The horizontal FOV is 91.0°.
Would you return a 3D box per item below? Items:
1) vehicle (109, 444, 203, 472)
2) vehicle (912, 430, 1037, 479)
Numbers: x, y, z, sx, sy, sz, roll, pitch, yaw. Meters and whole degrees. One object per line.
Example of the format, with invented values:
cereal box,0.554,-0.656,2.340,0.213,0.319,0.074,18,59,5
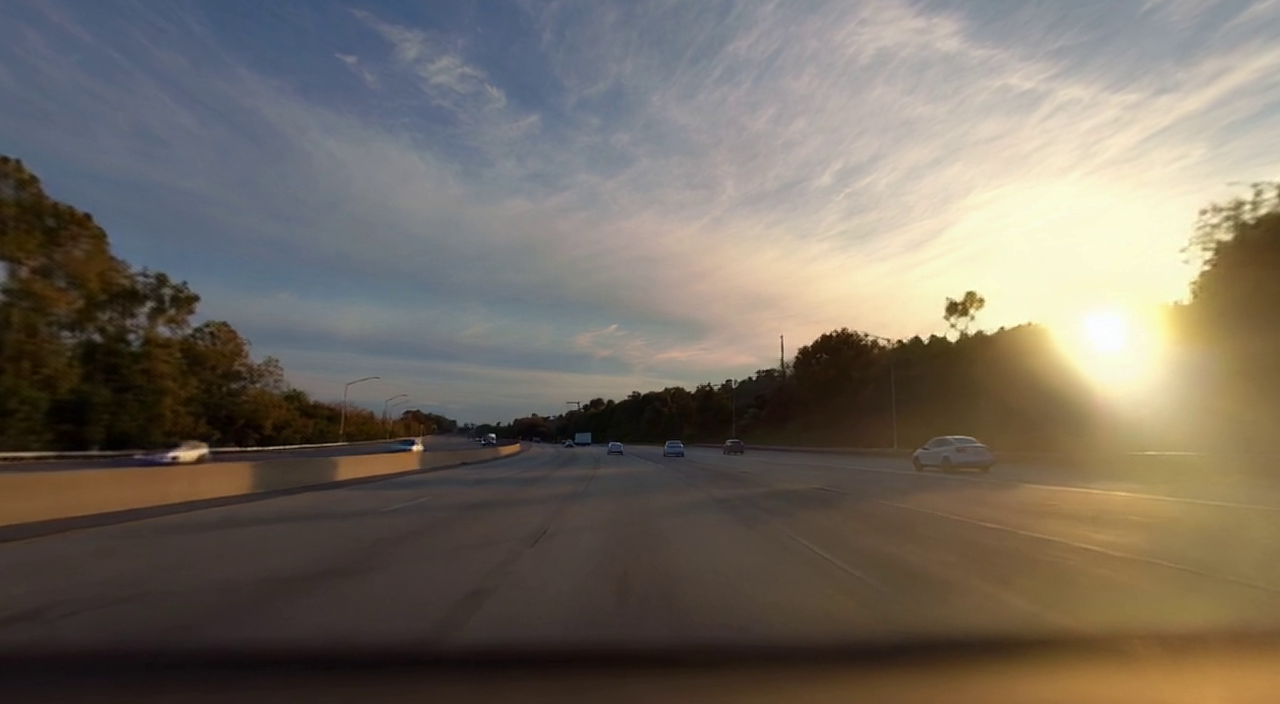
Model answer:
vehicle,-28.303,6.166,37.061,1.860,1.520,4.746,0,-8,-2
vehicle,13.696,4.218,26.290,2.107,1.803,5.385,1,-8,-2
